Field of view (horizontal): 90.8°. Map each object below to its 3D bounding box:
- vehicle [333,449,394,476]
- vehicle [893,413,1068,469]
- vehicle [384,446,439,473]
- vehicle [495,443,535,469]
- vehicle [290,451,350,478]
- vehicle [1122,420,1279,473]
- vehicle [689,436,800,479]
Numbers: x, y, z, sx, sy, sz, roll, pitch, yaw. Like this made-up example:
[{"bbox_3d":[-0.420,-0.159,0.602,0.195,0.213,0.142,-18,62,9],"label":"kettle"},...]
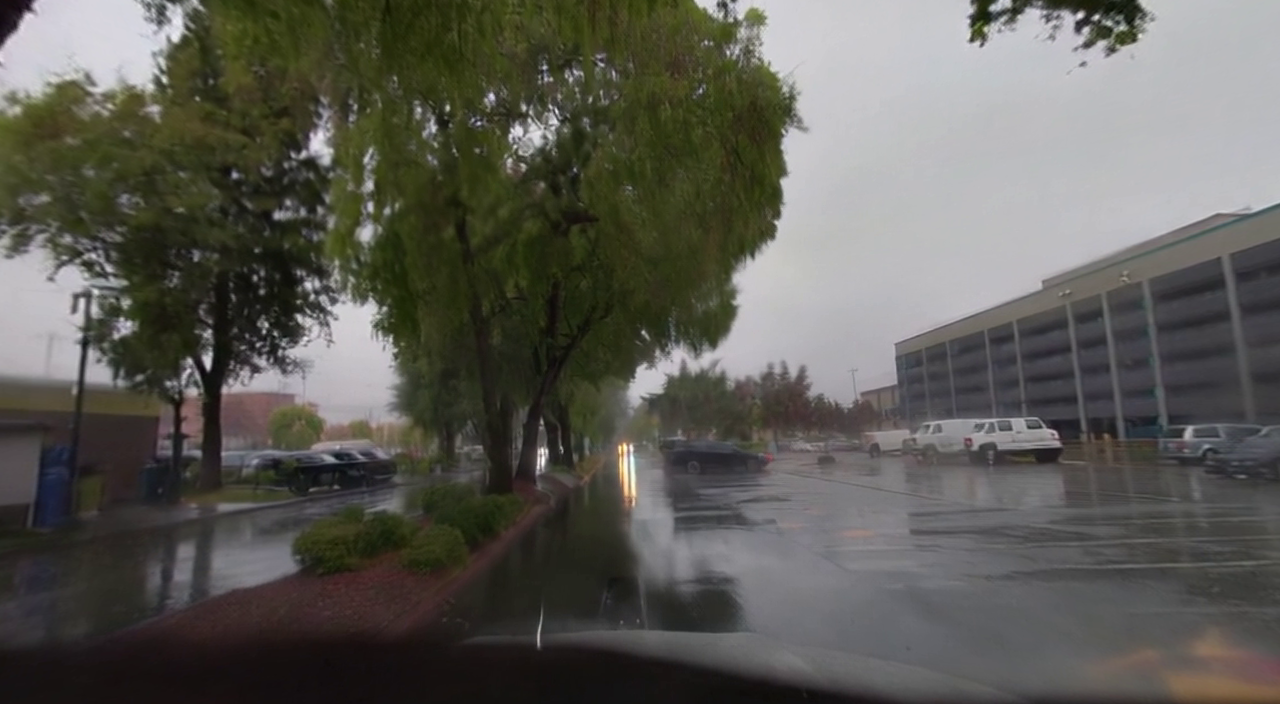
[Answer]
[{"bbox_3d":[-17.854,7.127,40.960,1.850,1.531,4.256,0,-8,3],"label":"vehicle"},{"bbox_3d":[13.230,3.495,24.822,5.540,2.045,2.259,0,-8,-3],"label":"vehicle"},{"bbox_3d":[-15.010,7.055,41.697,1.888,1.657,4.138,-1,-8,3],"label":"vehicle"},{"bbox_3d":[-8.539,7.134,43.514,1.993,1.640,4.457,0,-8,-2],"label":"vehicle"},{"bbox_3d":[-20.848,7.324,41.287,1.880,1.617,3.870,0,-8,0],"label":"vehicle"},{"bbox_3d":[25.141,4.193,28.116,5.596,2.168,2.307,2,-7,-5],"label":"vehicle"},{"bbox_3d":[4.577,4.557,27.499,4.626,1.723,1.939,5,-10,-33],"label":"vehicle"}]
